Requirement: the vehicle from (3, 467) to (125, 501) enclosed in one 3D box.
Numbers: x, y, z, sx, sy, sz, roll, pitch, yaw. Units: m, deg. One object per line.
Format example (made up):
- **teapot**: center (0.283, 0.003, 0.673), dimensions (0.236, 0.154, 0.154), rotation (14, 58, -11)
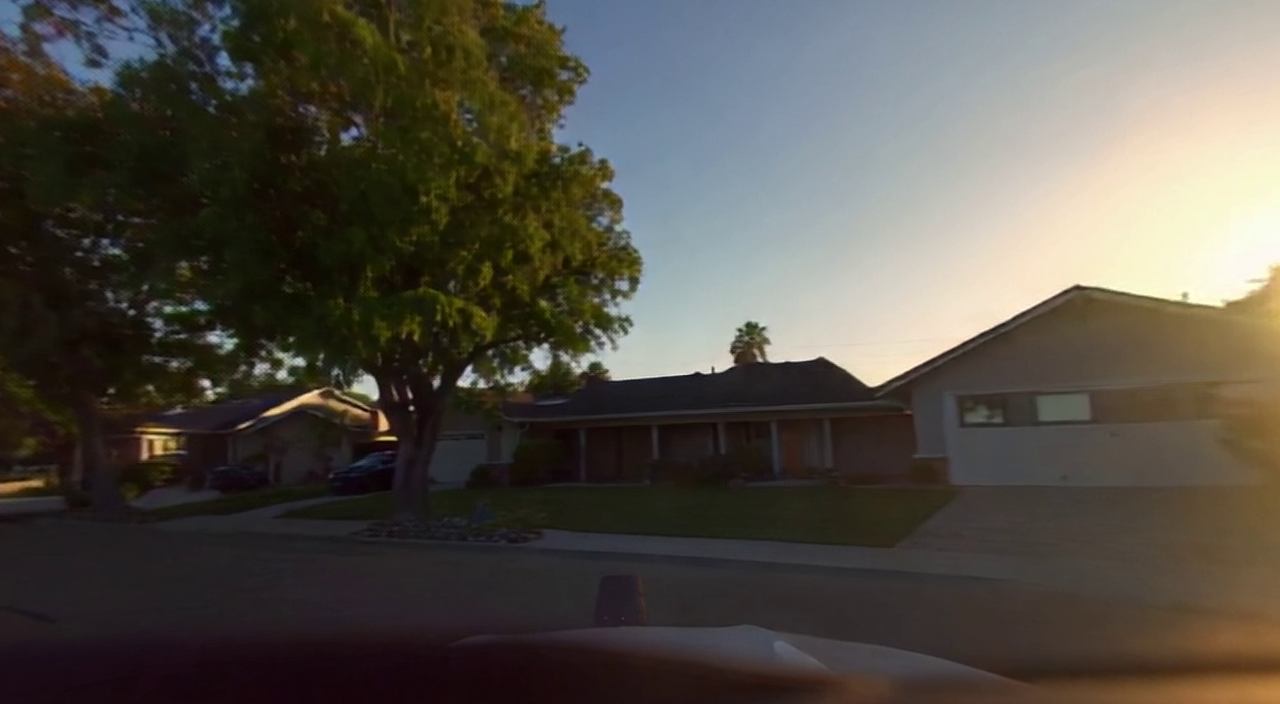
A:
- **vehicle**: center (-29.786, 6.789, 32.567), dimensions (1.762, 1.510, 4.457), rotation (-8, -12, 44)
